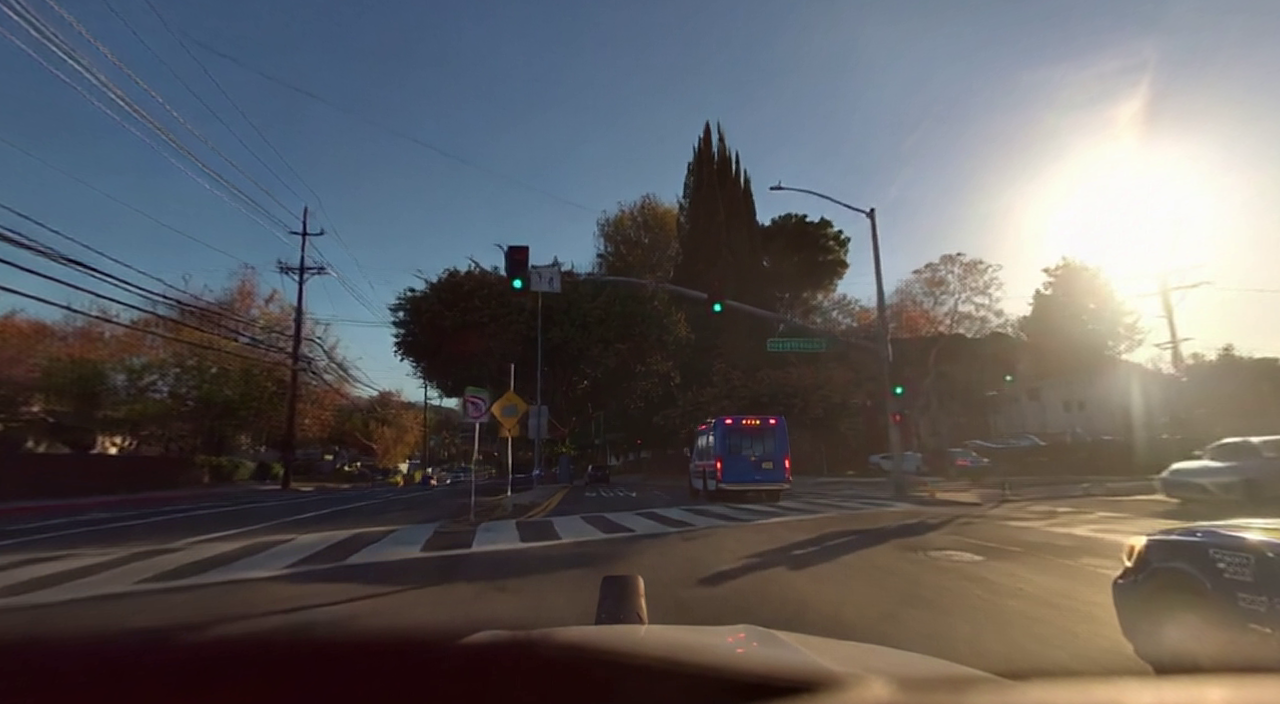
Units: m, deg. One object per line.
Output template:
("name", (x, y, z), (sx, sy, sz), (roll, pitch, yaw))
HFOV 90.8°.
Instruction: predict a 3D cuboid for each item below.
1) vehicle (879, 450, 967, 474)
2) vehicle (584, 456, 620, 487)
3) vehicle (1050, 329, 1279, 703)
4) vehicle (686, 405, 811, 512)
("vehicle", (18.335, 7.101, 40.971), (4.868, 1.455, 2.054), (-5, -10, 31))
("vehicle", (-2.389, 7.349, 39.070), (2.114, 1.707, 3.725), (0, -8, -5))
("vehicle", (4.262, 0.733, 2.306), (2.194, 1.922, 4.822), (0, -8, -1))
("vehicle", (2.990, 3.130, 19.033), (2.406, 2.687, 5.521), (0, -8, -4))
